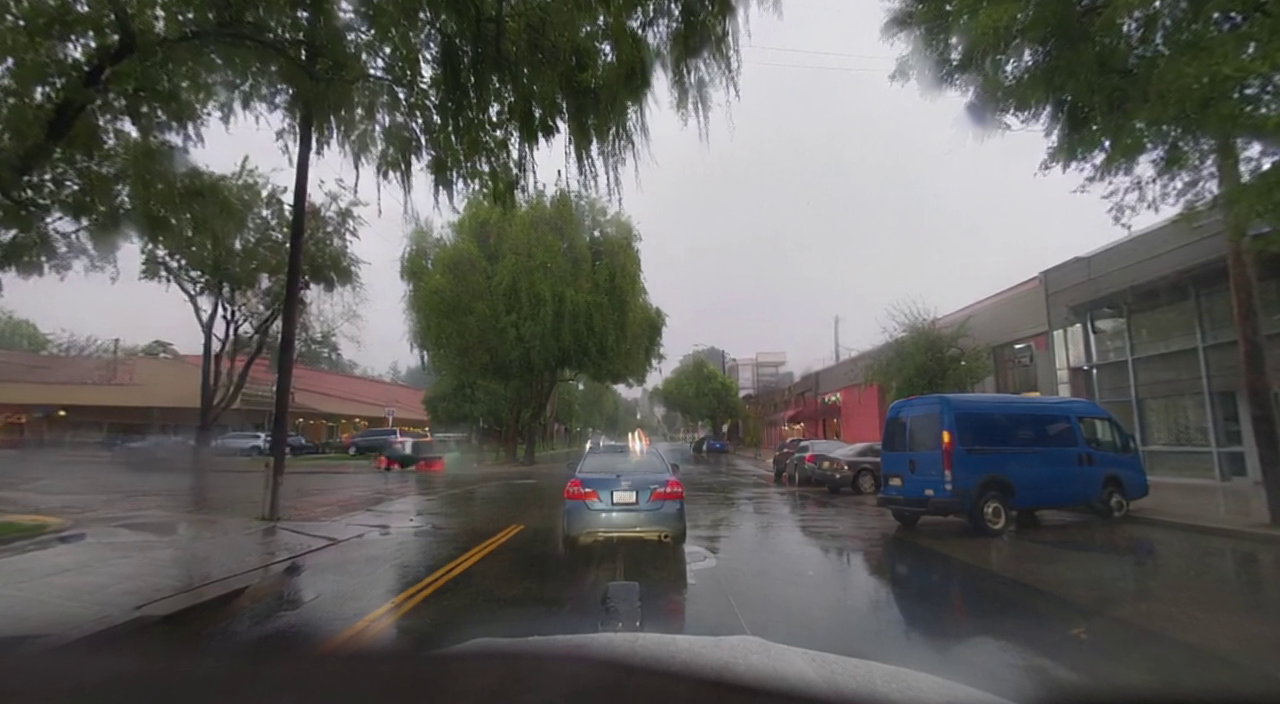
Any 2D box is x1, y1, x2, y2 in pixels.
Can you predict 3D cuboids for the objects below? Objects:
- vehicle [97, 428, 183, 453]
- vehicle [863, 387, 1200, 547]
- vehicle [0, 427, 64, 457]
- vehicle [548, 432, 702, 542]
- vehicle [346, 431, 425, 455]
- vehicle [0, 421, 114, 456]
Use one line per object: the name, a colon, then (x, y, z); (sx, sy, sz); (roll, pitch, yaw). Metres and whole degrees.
vehicle: (-31.794, 5.640, 40.259); (3.915, 1.574, 1.850); (0, -8, 3)
vehicle: (6.651, 1.861, 10.717); (5.385, 2.146, 2.143); (4, -9, -25)
vehicle: (-31.812, 4.497, 31.515); (4.168, 1.458, 1.904); (0, -8, -2)
vehicle: (-0.298, 2.150, 10.792); (2.065, 1.450, 4.522); (0, -8, -3)
vehicle: (-18.435, 6.605, 45.915); (4.892, 1.679, 1.927); (1, -8, -7)
vehicle: (-31.834, 4.734, 34.350); (4.438, 1.814, 2.044); (0, -8, -2)
